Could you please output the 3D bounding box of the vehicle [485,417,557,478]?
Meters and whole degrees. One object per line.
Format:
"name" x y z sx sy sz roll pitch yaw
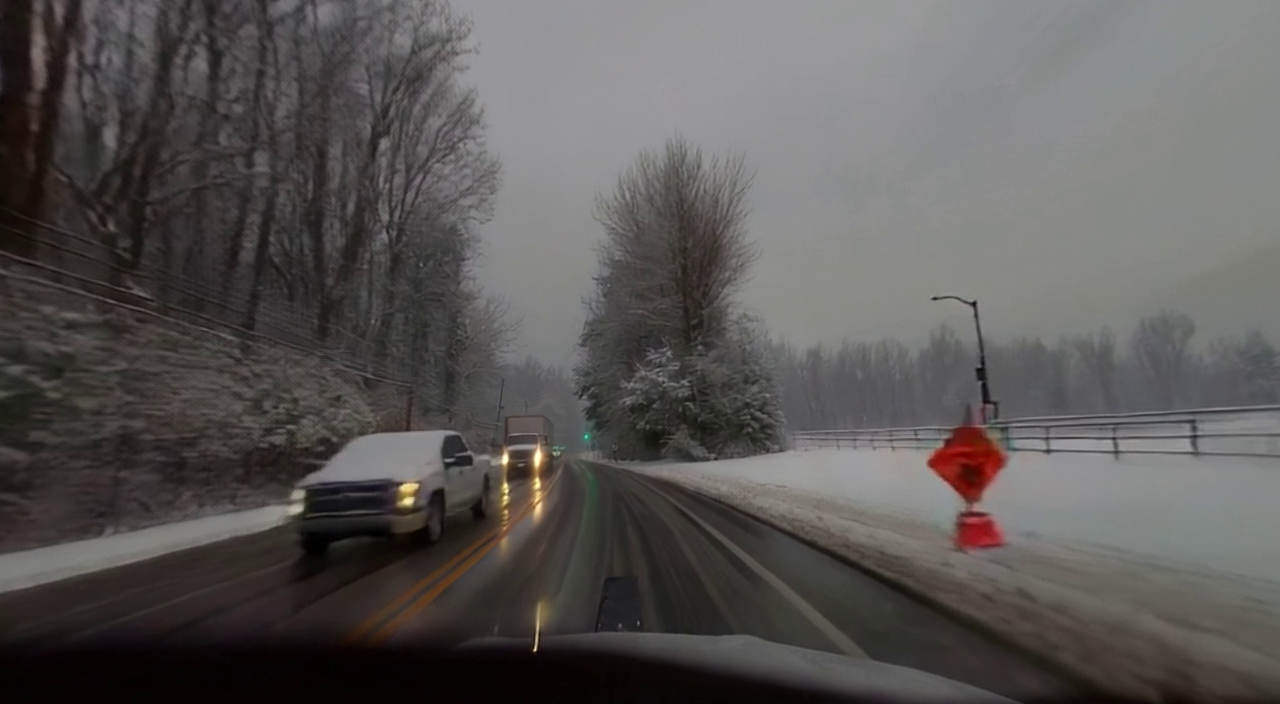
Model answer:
"vehicle" -5.660 4.700 31.231 2.939 2.556 8.664 1 -8 -8

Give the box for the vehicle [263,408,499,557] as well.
"vehicle" -3.653 1.916 10.001 2.057 1.792 4.457 1 -8 -4
